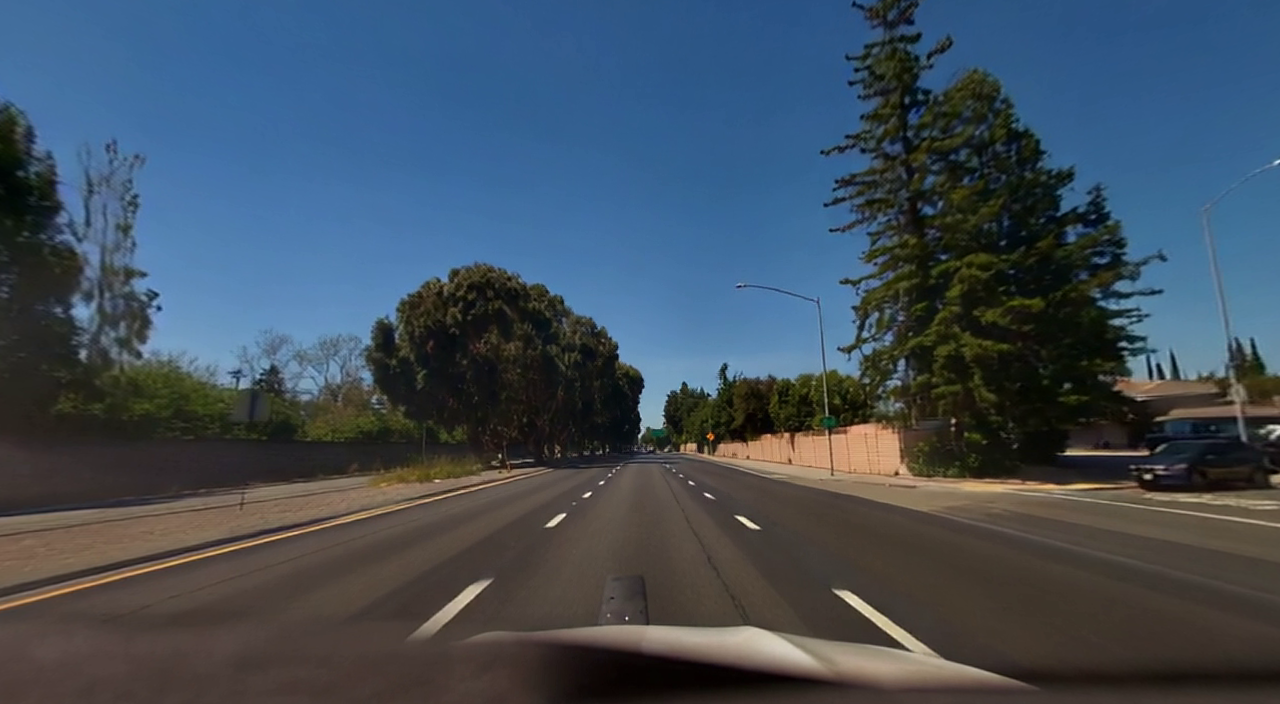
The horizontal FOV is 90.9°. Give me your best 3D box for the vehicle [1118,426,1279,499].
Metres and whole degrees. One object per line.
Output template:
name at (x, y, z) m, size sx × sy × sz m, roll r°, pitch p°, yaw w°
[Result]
vehicle at (17.877, 3.141, 18.338) m, size 5.770 × 1.844 × 2.360 m, roll -3°, pitch -7°, yaw 5°
